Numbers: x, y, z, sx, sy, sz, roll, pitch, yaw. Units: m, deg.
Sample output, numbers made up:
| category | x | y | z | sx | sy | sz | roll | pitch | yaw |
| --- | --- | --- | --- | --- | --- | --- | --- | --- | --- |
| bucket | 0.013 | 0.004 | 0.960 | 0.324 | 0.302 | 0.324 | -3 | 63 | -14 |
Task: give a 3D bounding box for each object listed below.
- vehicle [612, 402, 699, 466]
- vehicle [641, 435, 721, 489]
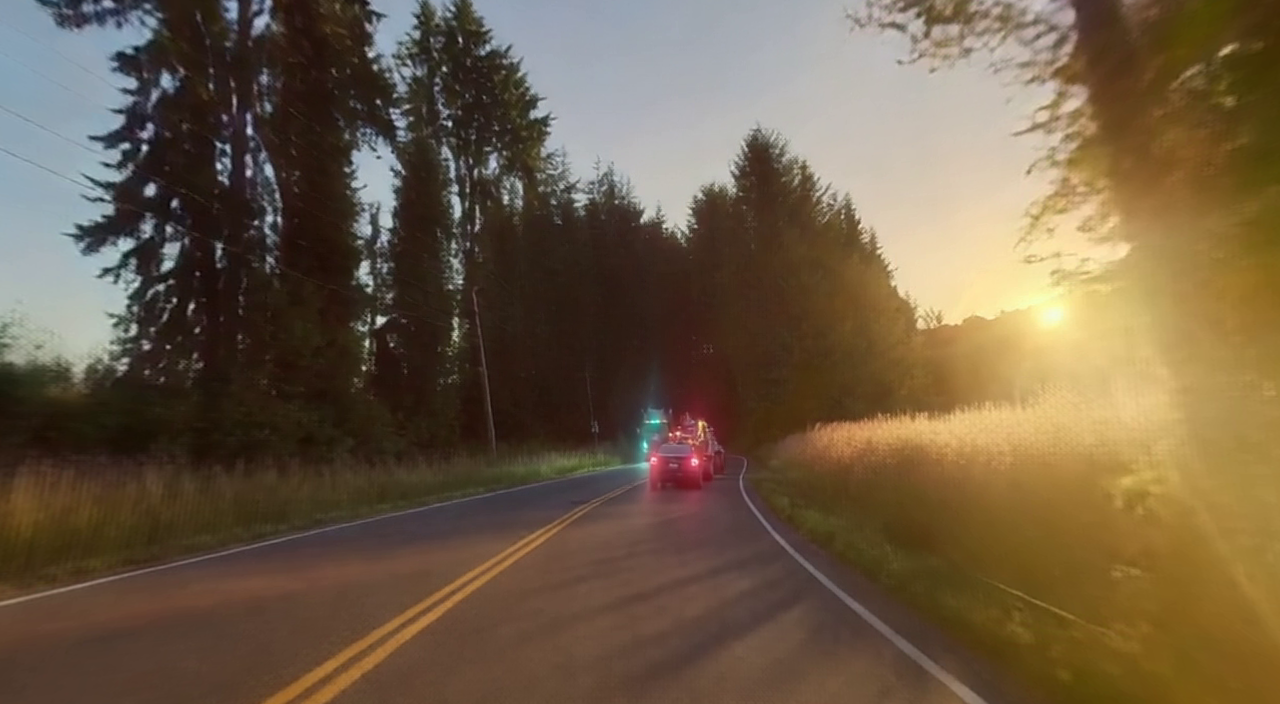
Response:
| category | x | y | z | sx | sy | sz | roll | pitch | yaw |
| --- | --- | --- | --- | --- | --- | --- | --- | --- | --- |
| vehicle | 1.330 | 6.417 | 48.159 | 4.788 | 4.368 | 6.529 | -3 | -11 | 19 |
| vehicle | 1.342 | 3.348 | 19.498 | 2.196 | 1.465 | 4.294 | -1 | -9 | 6 |
